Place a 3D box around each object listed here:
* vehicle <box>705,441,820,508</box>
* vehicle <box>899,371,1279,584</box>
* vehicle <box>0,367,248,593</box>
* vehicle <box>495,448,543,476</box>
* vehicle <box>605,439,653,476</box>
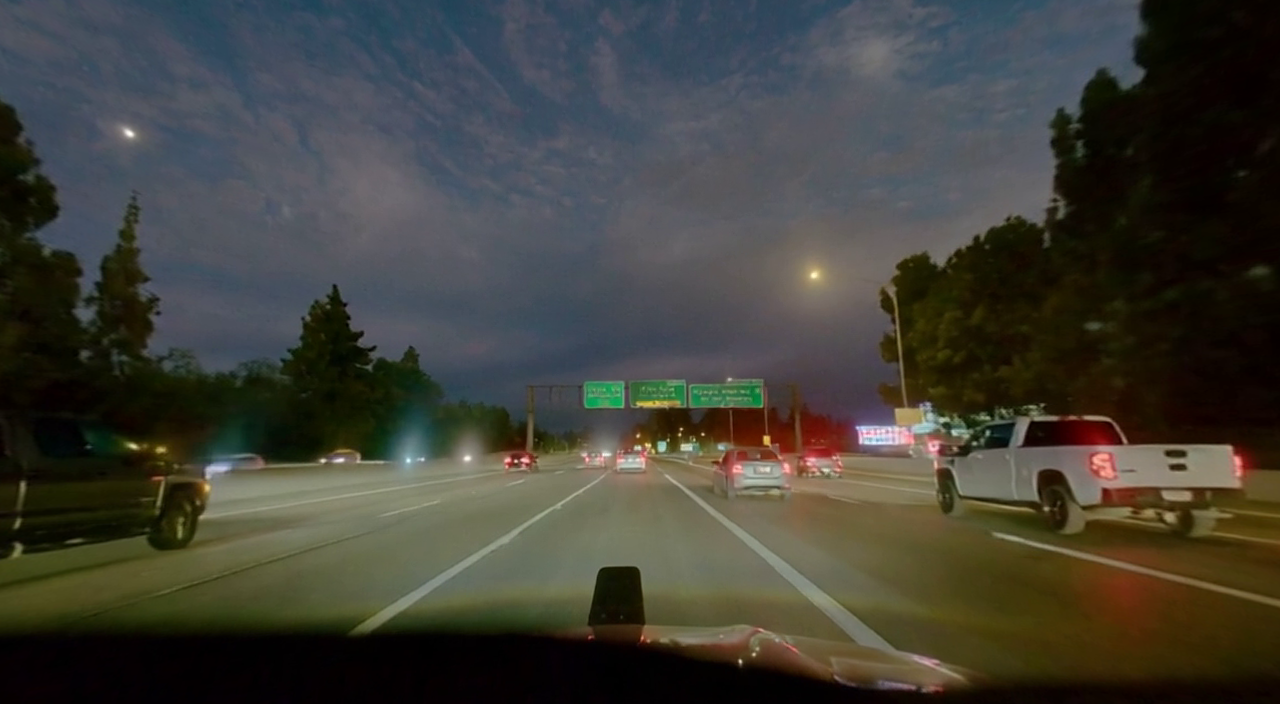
[{"bbox_3d":[2.994,3.092,16.411,2.011,1.462,4.286,0,-9,-1],"label":"vehicle"},{"bbox_3d":[6.250,1.580,8.776,2.635,1.919,5.907,0,-9,-2],"label":"vehicle"},{"bbox_3d":[-6.998,1.234,6.154,2.444,2.012,6.122,-1,-9,0],"label":"vehicle"},{"bbox_3d":[-6.992,6.406,36.986,1.920,1.482,4.385,-1,-9,0],"label":"vehicle"},{"bbox_3d":[-0.575,5.572,33.489,2.323,1.805,4.729,0,-9,-1],"label":"vehicle"}]
